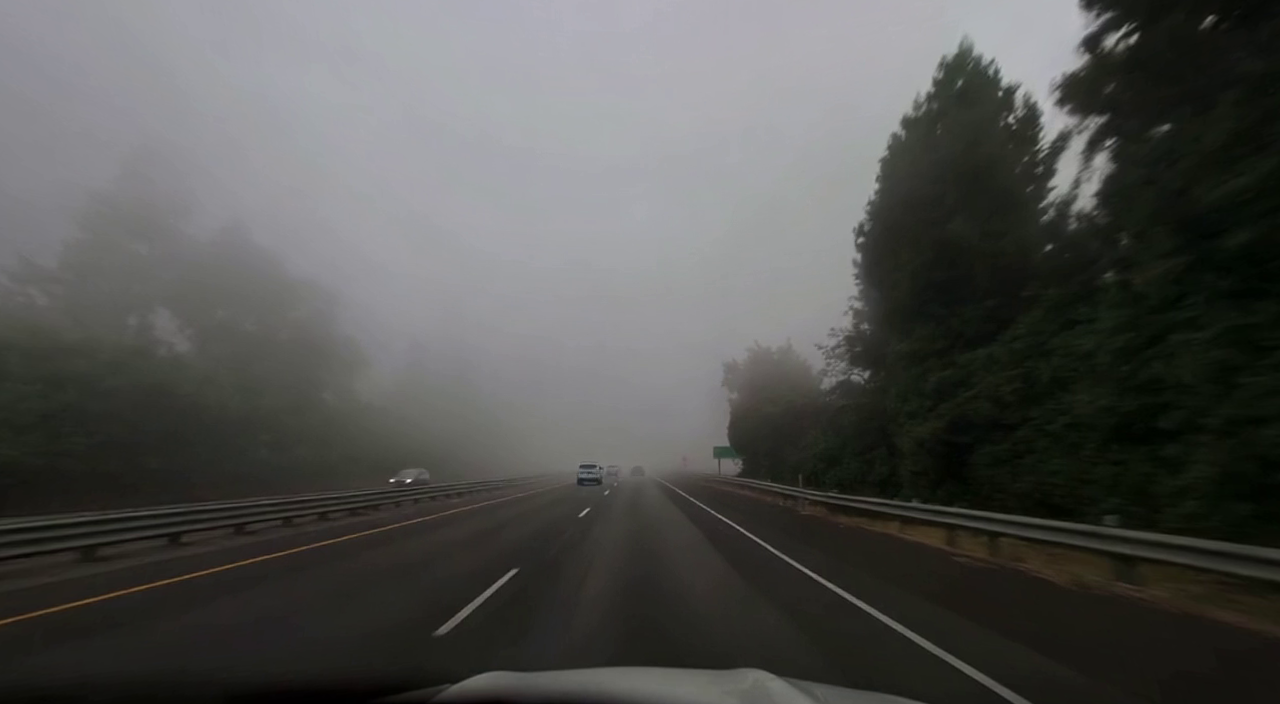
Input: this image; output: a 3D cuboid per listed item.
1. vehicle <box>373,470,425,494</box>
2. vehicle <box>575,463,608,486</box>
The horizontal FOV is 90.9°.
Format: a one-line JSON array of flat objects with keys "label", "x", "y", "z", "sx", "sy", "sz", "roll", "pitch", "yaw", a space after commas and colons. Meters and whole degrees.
[{"label": "vehicle", "x": -15.650, "y": 8.427, "z": 41.153, "sx": 1.769, "sy": 1.448, "sz": 4.147, "roll": 1, "pitch": -10, "yaw": 0}, {"label": "vehicle", "x": -3.612, "y": 9.295, "z": 48.012, "sx": 2.121, "sy": 1.664, "sz": 4.503, "roll": 1, "pitch": -10, "yaw": 0}]
